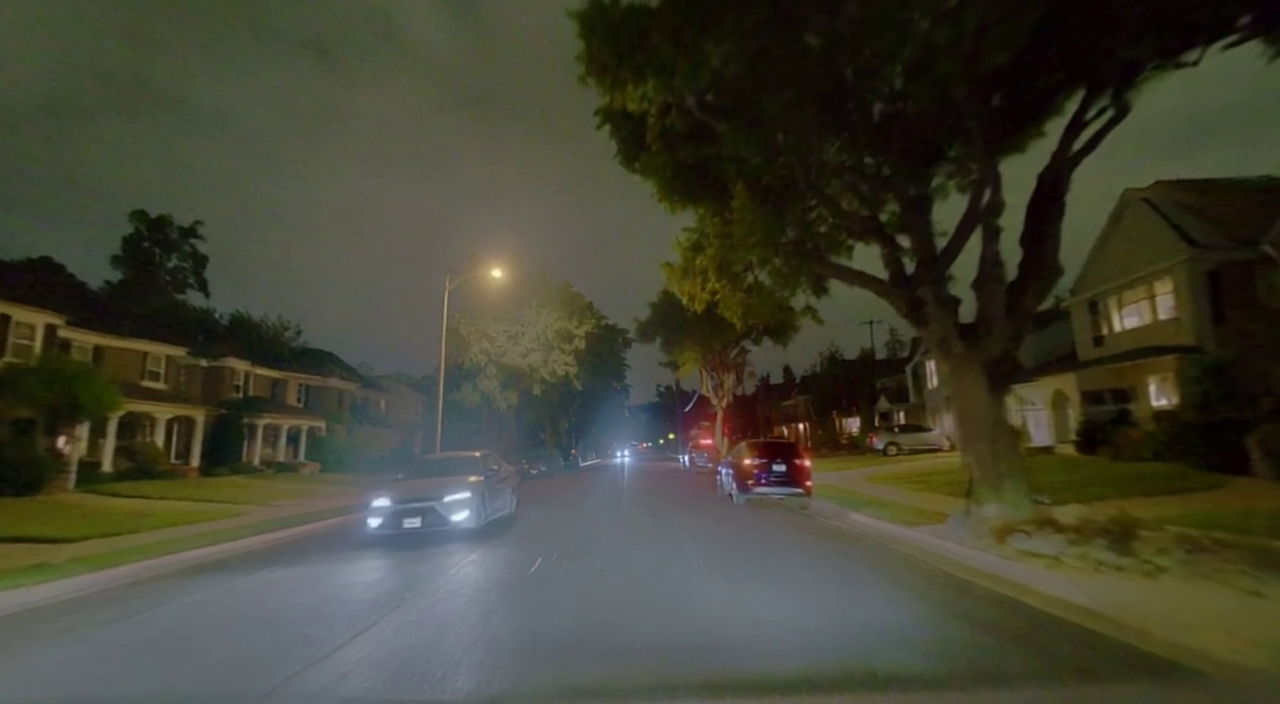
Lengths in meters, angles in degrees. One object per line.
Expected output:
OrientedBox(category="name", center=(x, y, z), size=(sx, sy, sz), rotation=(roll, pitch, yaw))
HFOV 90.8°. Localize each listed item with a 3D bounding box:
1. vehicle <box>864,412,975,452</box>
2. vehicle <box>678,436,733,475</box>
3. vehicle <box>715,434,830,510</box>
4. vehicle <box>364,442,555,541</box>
OrientedBox(category="vehicle", center=(13.326, 3.814, 30.388), size=(4.310, 1.805, 2.289), rotation=(-1, -6, 6))
OrientedBox(category="vehicle", center=(3.427, 5.536, 34.066), size=(2.350, 1.912, 5.696), rotation=(0, -8, 0))
OrientedBox(category="vehicle", center=(3.217, 3.002, 16.392), size=(2.079, 1.651, 4.783), rotation=(0, -8, 2))
OrientedBox(category="vehicle", center=(-3.104, 2.497, 12.120), size=(2.104, 1.497, 4.781), rotation=(0, -8, 2))
